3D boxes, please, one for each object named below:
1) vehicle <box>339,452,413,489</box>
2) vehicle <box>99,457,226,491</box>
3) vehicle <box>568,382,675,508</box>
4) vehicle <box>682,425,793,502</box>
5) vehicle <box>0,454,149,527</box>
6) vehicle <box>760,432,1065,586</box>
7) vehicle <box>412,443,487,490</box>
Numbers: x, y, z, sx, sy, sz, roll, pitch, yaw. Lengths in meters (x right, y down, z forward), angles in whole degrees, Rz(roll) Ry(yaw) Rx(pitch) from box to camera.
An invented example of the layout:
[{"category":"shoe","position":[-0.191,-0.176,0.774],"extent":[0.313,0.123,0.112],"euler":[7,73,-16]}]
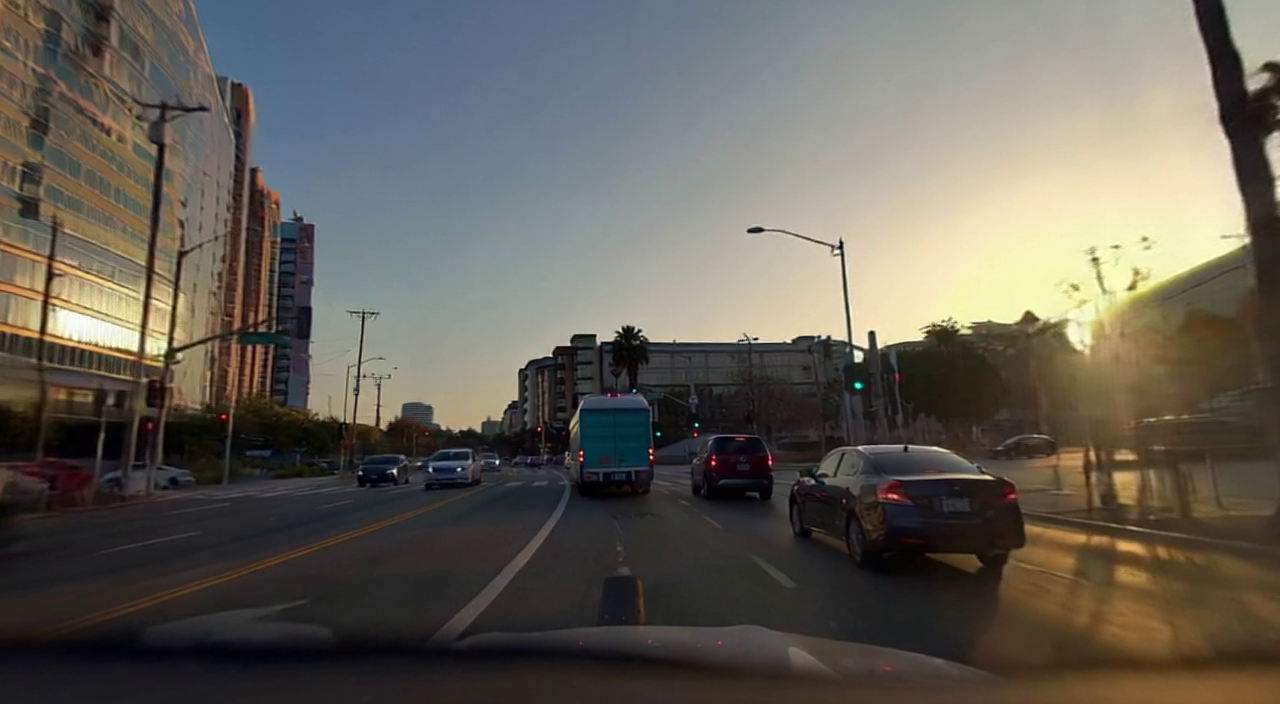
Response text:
[{"category":"vehicle","position":[-12.229,5.478,29.374],"extent":[1.975,1.503,4.533],"euler":[1,-9,-7]},{"category":"vehicle","position":[-23.149,5.914,30.562],"extent":[4.585,1.533,1.996],"euler":[0,-9,3]},{"category":"vehicle","position":[-0.719,2.651,17.953],"extent":[2.517,2.926,6.177],"euler":[1,-9,-5]},{"category":"vehicle","position":[2.690,3.284,18.876],"extent":[2.157,1.944,5.423],"euler":[0,-9,-3]},{"category":"vehicle","position":[-15.434,3.478,16.370],"extent":[1.861,1.574,4.456],"euler":[1,-9,-5]},{"category":"vehicle","position":[3.199,1.930,8.688],"extent":[1.978,1.507,4.636],"euler":[0,-9,-2]},{"category":"vehicle","position":[-7.624,4.610,25.633],"extent":[2.058,1.730,4.466],"euler":[1,-9,-6]}]
